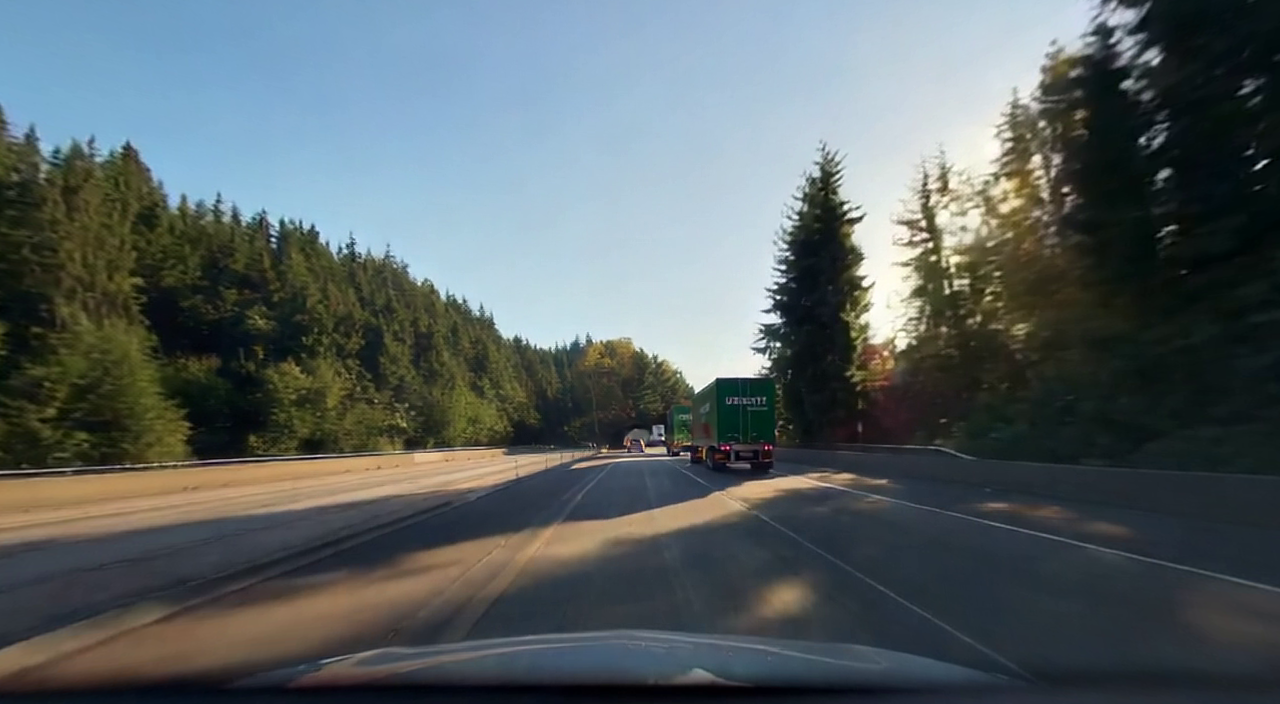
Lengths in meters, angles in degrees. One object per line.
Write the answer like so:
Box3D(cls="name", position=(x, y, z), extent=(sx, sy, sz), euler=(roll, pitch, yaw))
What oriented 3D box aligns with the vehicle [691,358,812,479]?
Box3D(cls="vehicle", position=(3.913, 2.694, 24.432), extent=(3.006, 3.850, 8.310), euler=(-1, -8, -1))
